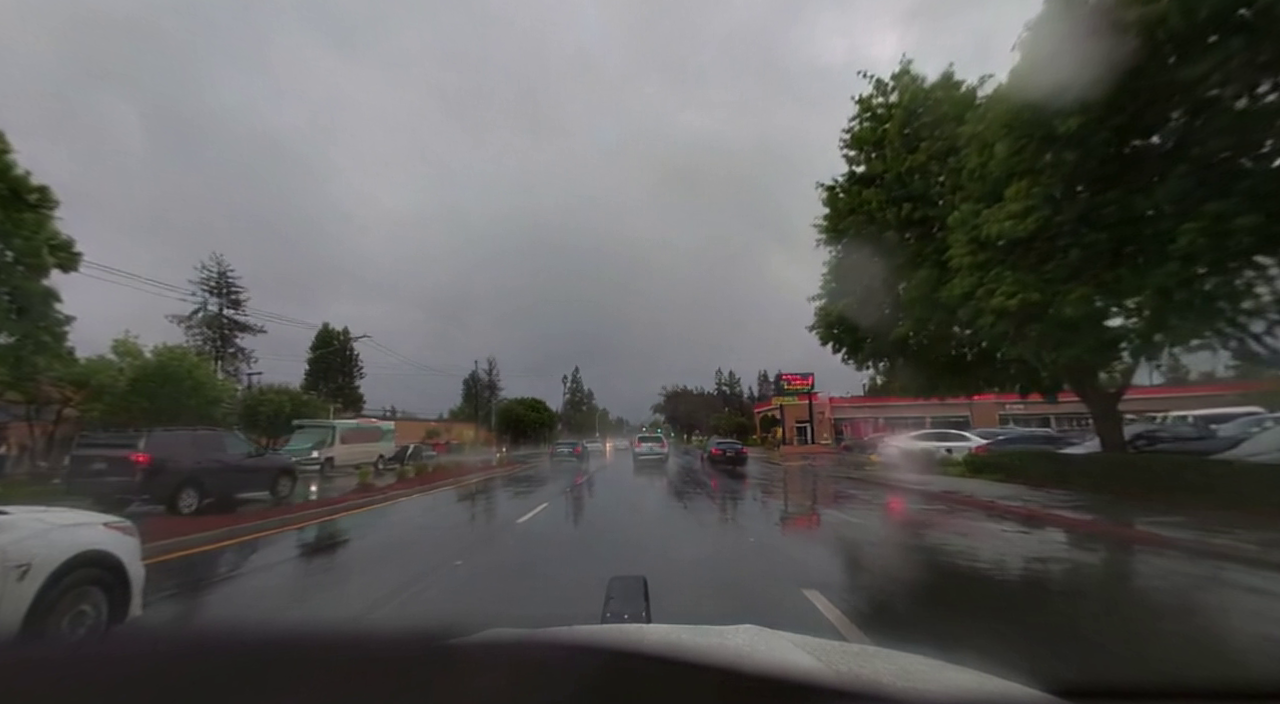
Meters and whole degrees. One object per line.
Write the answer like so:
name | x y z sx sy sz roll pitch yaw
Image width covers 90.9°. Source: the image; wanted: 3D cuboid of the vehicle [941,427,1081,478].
vehicle | 11.991 3.297 20.822 1.959 1.472 4.473 0 -8 1

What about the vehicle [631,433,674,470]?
vehicle | 0.625 5.304 33.754 2.193 1.873 4.033 0 -8 0

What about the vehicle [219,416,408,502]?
vehicle | -9.134 3.059 18.502 2.328 2.093 5.956 0 -8 0

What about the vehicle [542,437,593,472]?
vehicle | -3.620 5.231 32.303 2.026 1.665 4.193 0 -8 1

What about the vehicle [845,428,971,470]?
vehicle | 11.725 4.227 27.625 4.808 1.712 2.061 -4 -10 29

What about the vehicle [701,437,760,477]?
vehicle | 3.788 4.446 26.947 1.922 1.579 3.642 0 -8 -1

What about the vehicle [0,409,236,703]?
vehicle | -4.008 0.940 2.479 1.908 1.481 4.351 0 -8 0
